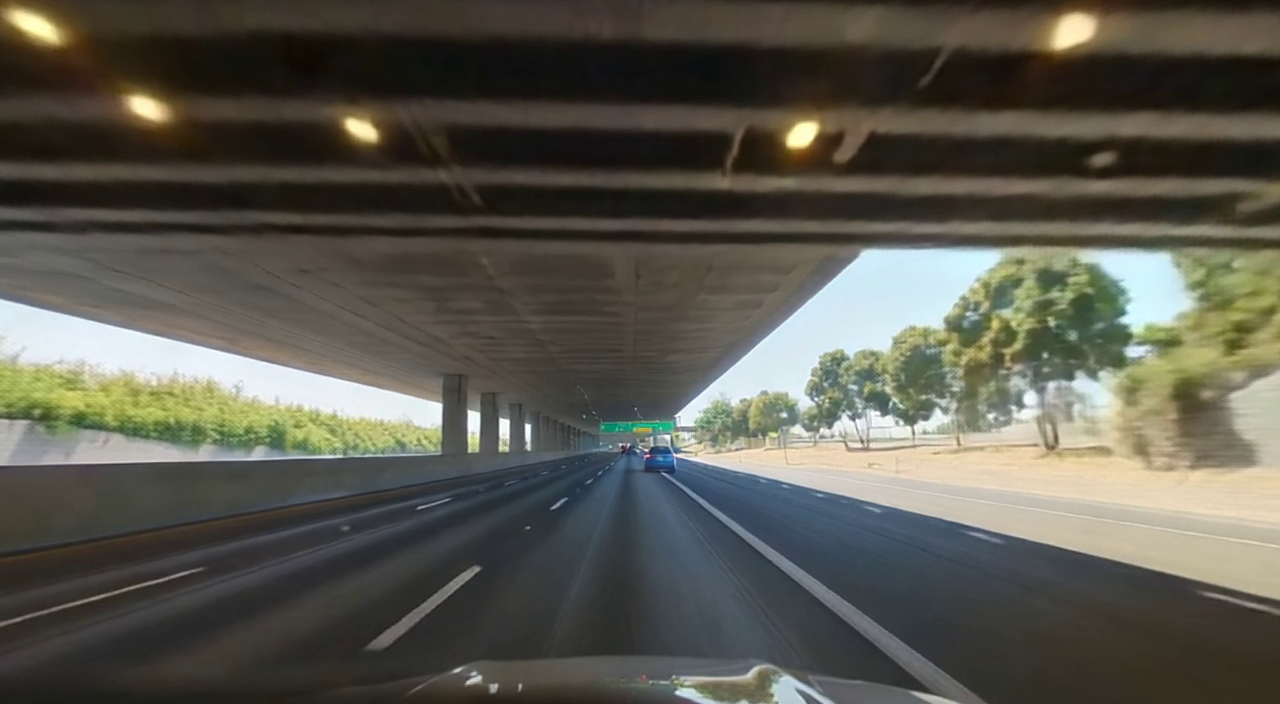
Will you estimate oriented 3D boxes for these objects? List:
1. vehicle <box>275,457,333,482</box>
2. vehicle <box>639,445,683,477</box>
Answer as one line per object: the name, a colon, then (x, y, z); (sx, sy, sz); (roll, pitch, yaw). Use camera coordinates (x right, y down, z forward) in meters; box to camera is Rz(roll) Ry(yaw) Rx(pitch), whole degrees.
vehicle: (-21.571, 7.525, 40.514); (1.713, 1.462, 3.527); (0, -9, 0)
vehicle: (1.012, 5.481, 31.813); (2.055, 1.501, 4.321); (0, -9, 1)
